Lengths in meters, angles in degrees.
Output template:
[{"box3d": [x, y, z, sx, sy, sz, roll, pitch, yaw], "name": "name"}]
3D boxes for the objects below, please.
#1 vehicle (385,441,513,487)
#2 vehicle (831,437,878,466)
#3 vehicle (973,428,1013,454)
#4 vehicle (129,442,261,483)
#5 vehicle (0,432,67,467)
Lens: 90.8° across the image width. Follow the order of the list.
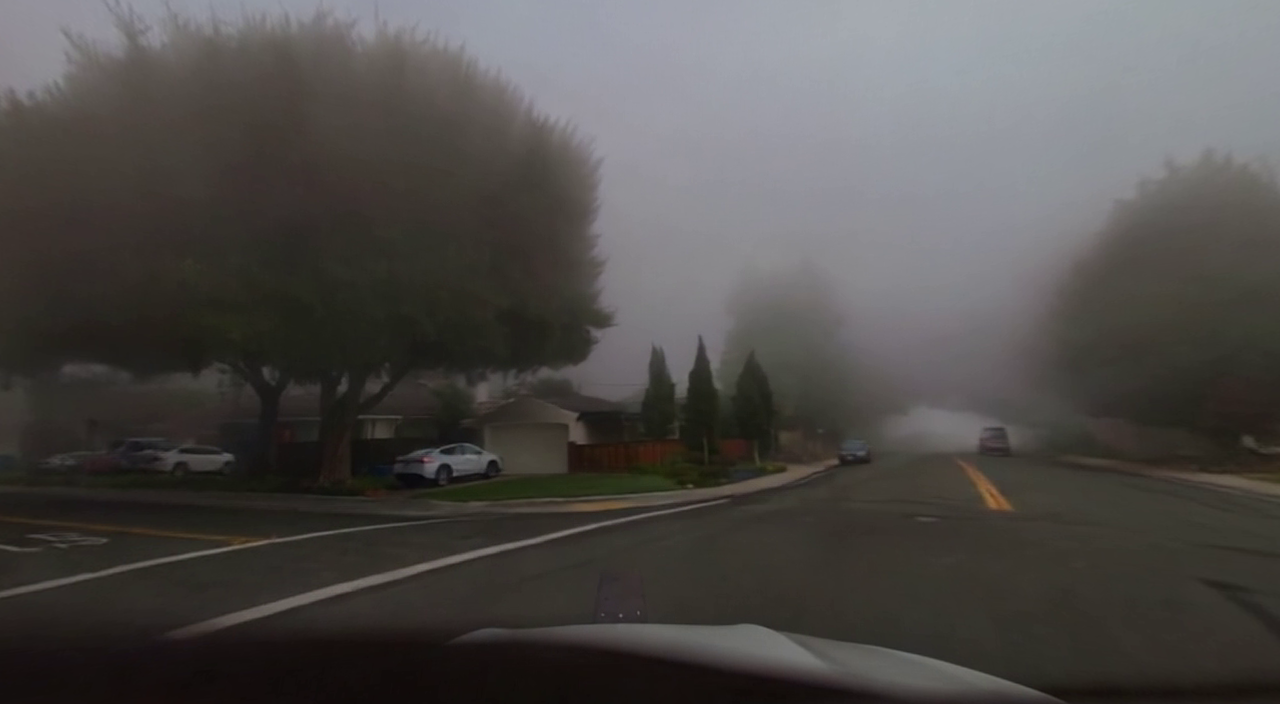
[{"box3d": [-6.895, 4.061, 23.397, 1.917, 1.499, 4.569, -4, -9, 25], "name": "vehicle"}, {"box3d": [12.420, 5.695, 36.417, 2.075, 1.551, 4.074, -4, -9, 24], "name": "vehicle"}, {"box3d": [24.854, 6.298, 44.579, 2.116, 1.711, 4.155, -4, -9, 26], "name": "vehicle"}, {"box3d": [-19.586, 4.829, 28.026, 1.978, 1.666, 4.230, -4, -9, 25], "name": "vehicle"}, {"box3d": [-36.119, 5.538, 35.771, 2.181, 1.911, 4.861, -5, -8, 24], "name": "vehicle"}]
